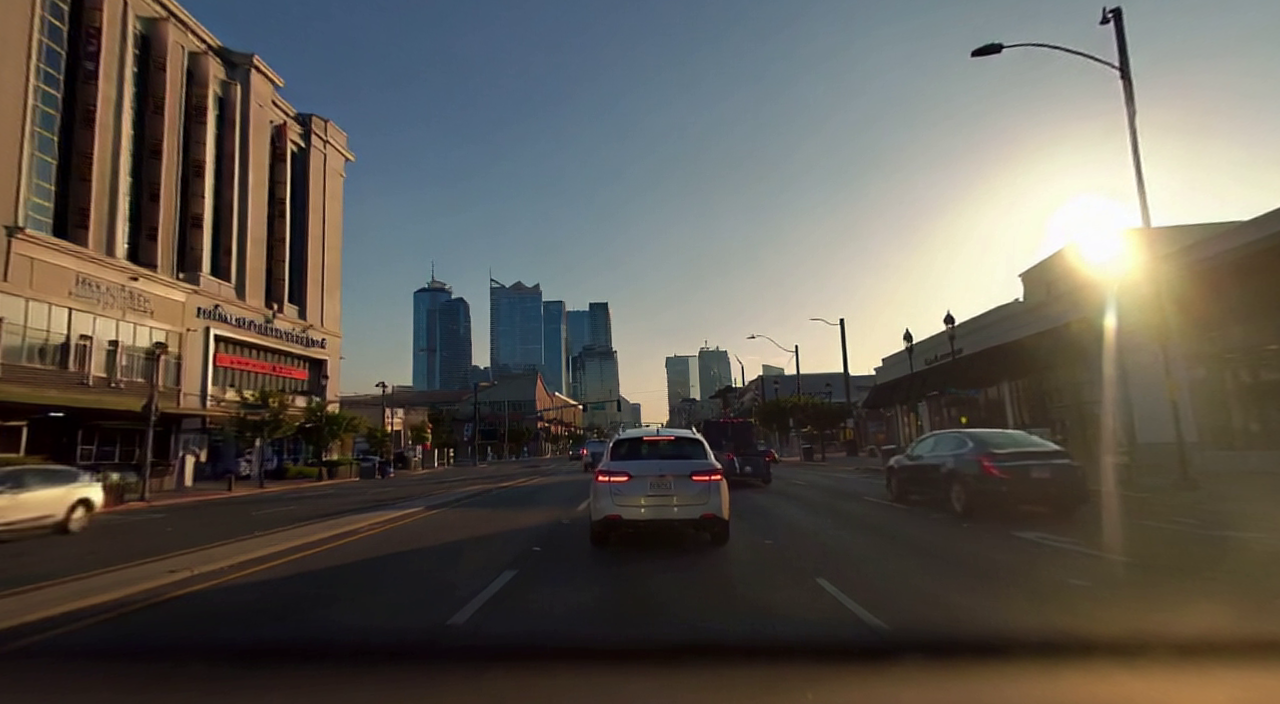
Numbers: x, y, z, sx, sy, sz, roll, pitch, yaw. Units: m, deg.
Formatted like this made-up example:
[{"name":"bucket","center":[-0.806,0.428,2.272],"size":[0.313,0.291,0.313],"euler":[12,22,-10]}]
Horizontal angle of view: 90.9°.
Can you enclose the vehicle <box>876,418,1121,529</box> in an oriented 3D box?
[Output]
[{"name":"vehicle","center":[6.125,2.118,11.547],"size":[2.086,1.627,4.294],"euler":[-1,-8,3]}]

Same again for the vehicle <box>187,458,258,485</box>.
[{"name":"vehicle","center":[-27.872,7.937,42.207],"size":[1.861,1.578,4.152],"euler":[0,-8,1]}]

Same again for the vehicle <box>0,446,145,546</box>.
[{"name":"vehicle","center":[-12.055,2.653,11.942],"size":[1.965,1.695,4.284],"euler":[0,-8,-3]}]

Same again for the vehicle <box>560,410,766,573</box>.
[{"name":"vehicle","center":[0.224,1.727,8.537],"size":[2.125,1.669,3.880],"euler":[0,-8,0]}]
